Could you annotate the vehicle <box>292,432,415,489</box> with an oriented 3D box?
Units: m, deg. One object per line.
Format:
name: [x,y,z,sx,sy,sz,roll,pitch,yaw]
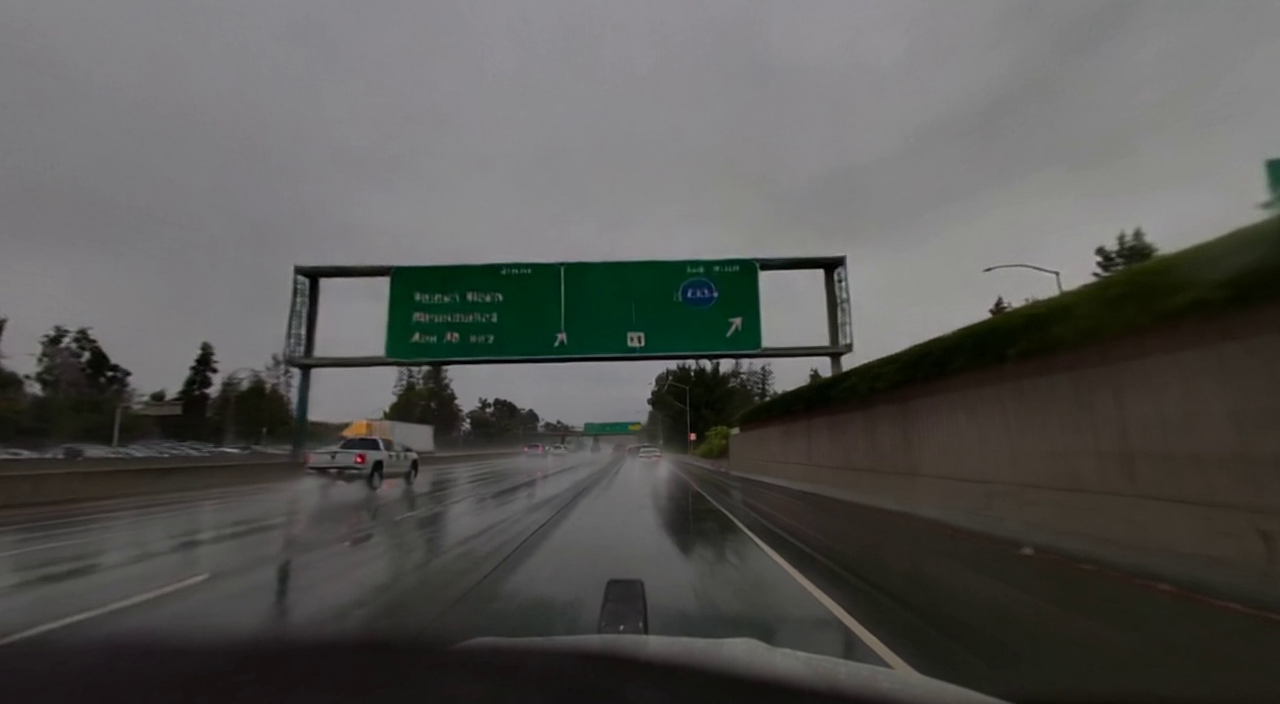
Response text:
vehicle: [-10.158,3.878,22.899,2.246,1.812,4.740,0,-8,-1]

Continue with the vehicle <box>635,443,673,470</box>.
vehicle: [0.796,6.245,37.853,2.137,1.461,3.999,-1,-8,1]
